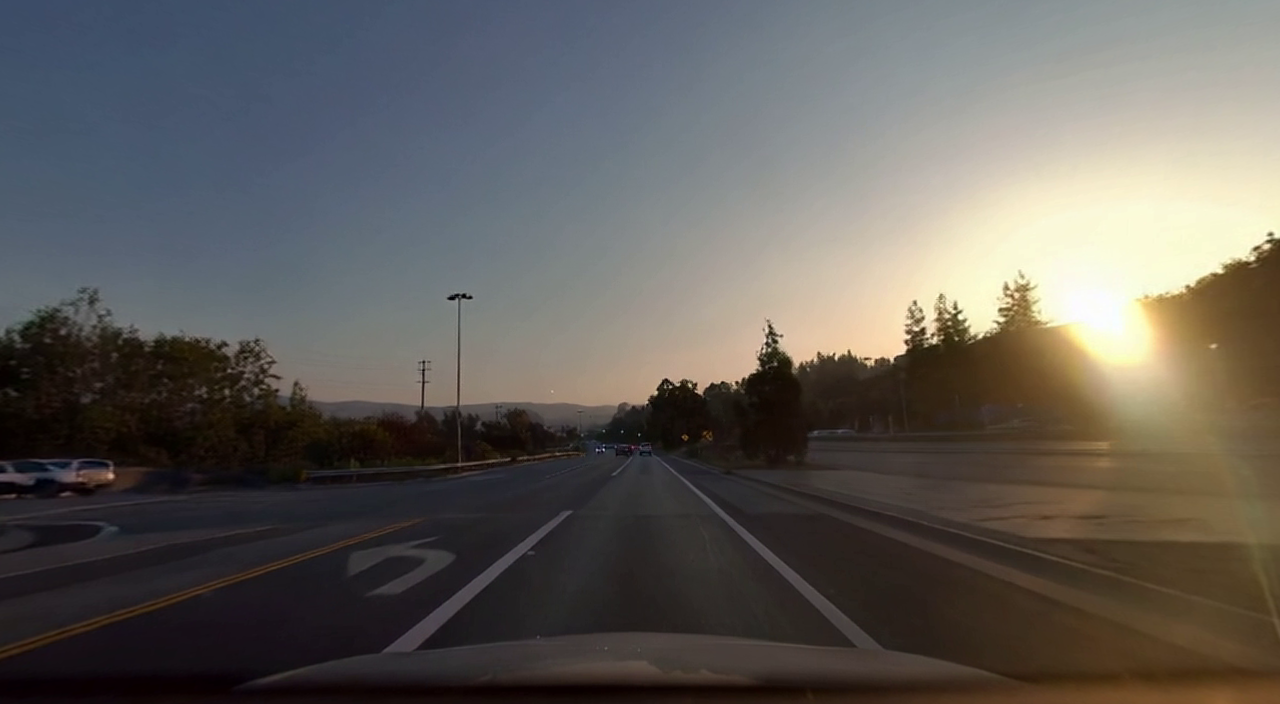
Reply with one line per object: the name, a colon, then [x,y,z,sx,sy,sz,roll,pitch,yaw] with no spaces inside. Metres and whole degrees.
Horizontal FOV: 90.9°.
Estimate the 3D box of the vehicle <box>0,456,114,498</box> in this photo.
vehicle: [-25.761,5.357,27.152,4.495,1.641,1.966,-1,-9,4]
